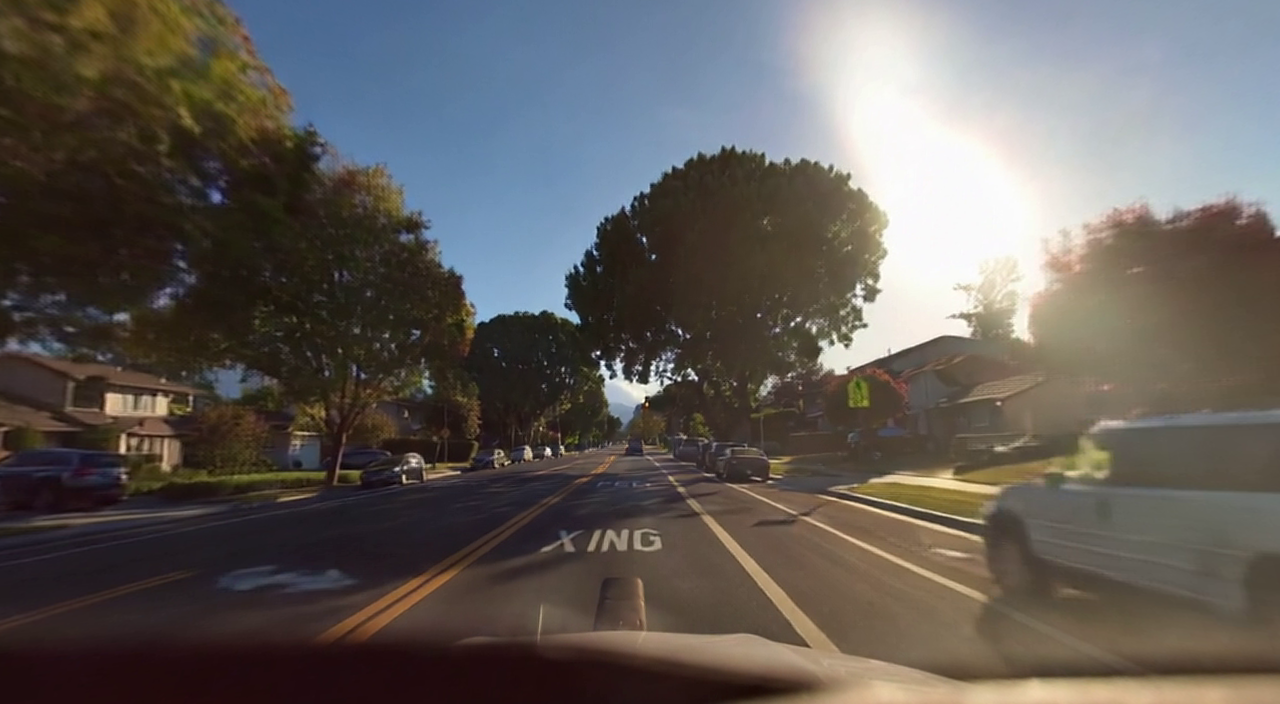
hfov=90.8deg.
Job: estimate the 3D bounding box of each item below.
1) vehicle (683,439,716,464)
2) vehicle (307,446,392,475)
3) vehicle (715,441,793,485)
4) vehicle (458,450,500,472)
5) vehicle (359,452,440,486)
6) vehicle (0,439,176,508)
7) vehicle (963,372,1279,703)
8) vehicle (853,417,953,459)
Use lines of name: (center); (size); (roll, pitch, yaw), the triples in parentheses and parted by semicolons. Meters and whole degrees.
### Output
vehicle: (4.405, 7.455, 47.421); (1.993, 1.743, 4.525); (0, -9, -1)
vehicle: (-17.903, 6.673, 39.037); (4.310, 1.705, 1.905); (-1, -9, 3)
vehicle: (4.305, 4.298, 24.728); (1.920, 1.541, 4.709); (0, -9, -3)
vehicle: (-11.687, 7.940, 46.151); (1.867, 1.452, 4.331); (-1, -9, 1)
vehicle: (-11.547, 5.631, 30.729); (2.079, 1.509, 4.591); (0, -9, 1)
vehicle: (-17.617, 3.641, 19.288); (5.764, 1.898, 2.201); (-2, -9, 13)
vehicle: (4.312, 1.112, 4.091); (2.027, 1.751, 4.433); (0, -9, 0)
vehicle: (13.224, 4.381, 31.963); (4.180, 1.707, 2.083); (4, -9, 1)
